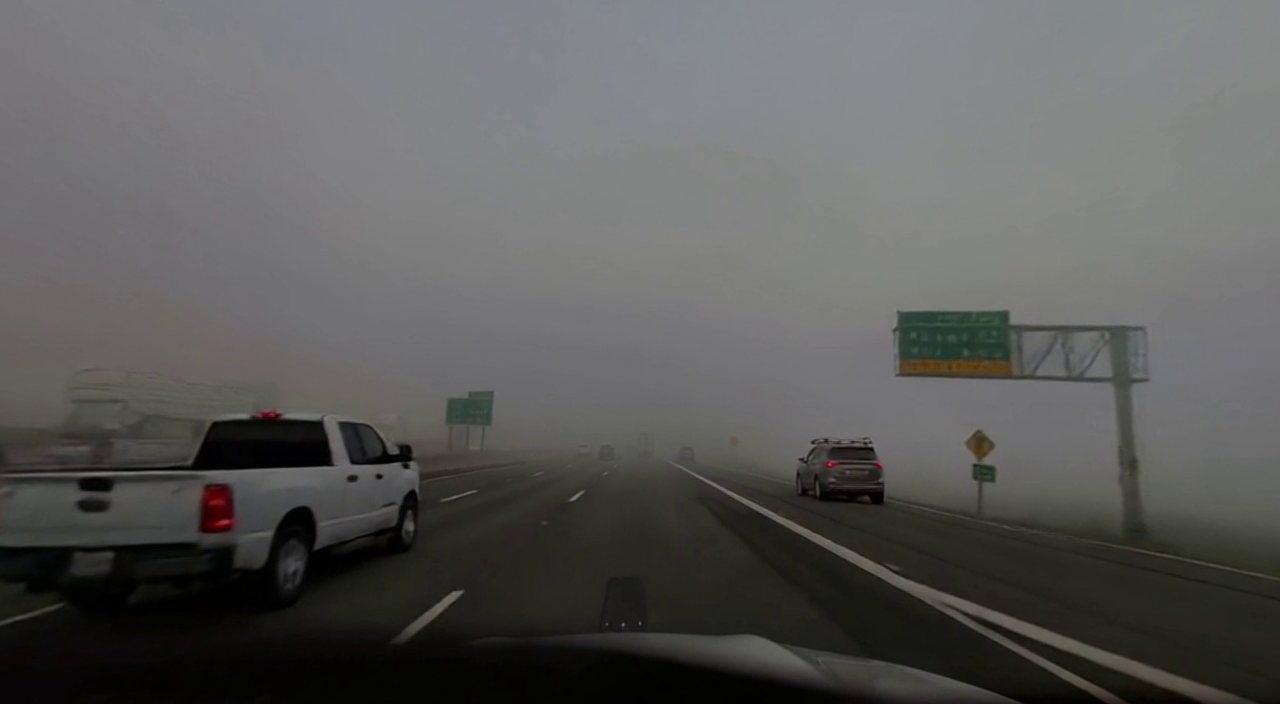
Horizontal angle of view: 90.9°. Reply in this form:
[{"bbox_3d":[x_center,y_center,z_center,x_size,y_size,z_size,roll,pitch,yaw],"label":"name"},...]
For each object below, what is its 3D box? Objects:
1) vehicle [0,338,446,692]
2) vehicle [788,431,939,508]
[{"bbox_3d":[-3.850,1.274,6.099,2.220,1.928,5.176,0,-9,1],"label":"vehicle"},{"bbox_3d":[5.617,3.012,16.534,2.080,1.725,4.252,1,-9,-5],"label":"vehicle"}]
